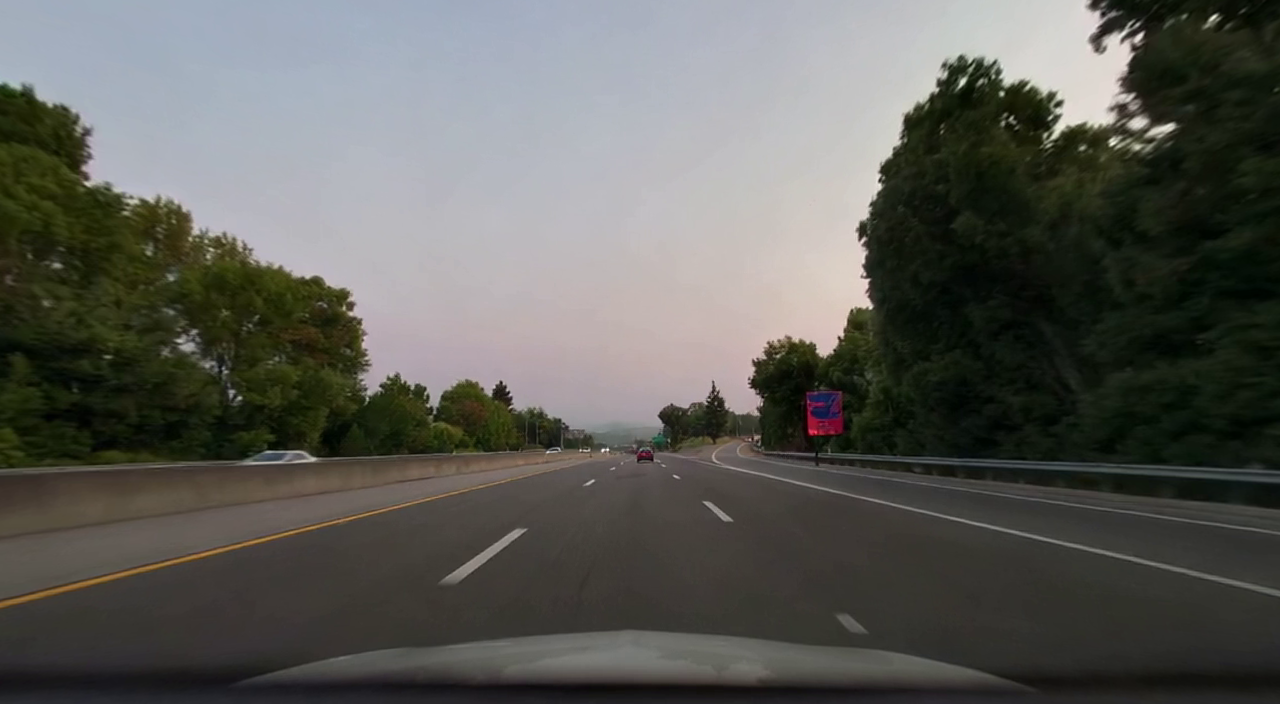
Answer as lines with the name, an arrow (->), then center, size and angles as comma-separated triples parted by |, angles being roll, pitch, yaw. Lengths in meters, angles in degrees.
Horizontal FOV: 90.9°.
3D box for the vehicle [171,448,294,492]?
vehicle -> -15.977, 4.632, 25.063 | 1.938, 1.572, 4.370 | 0, -9, 0
